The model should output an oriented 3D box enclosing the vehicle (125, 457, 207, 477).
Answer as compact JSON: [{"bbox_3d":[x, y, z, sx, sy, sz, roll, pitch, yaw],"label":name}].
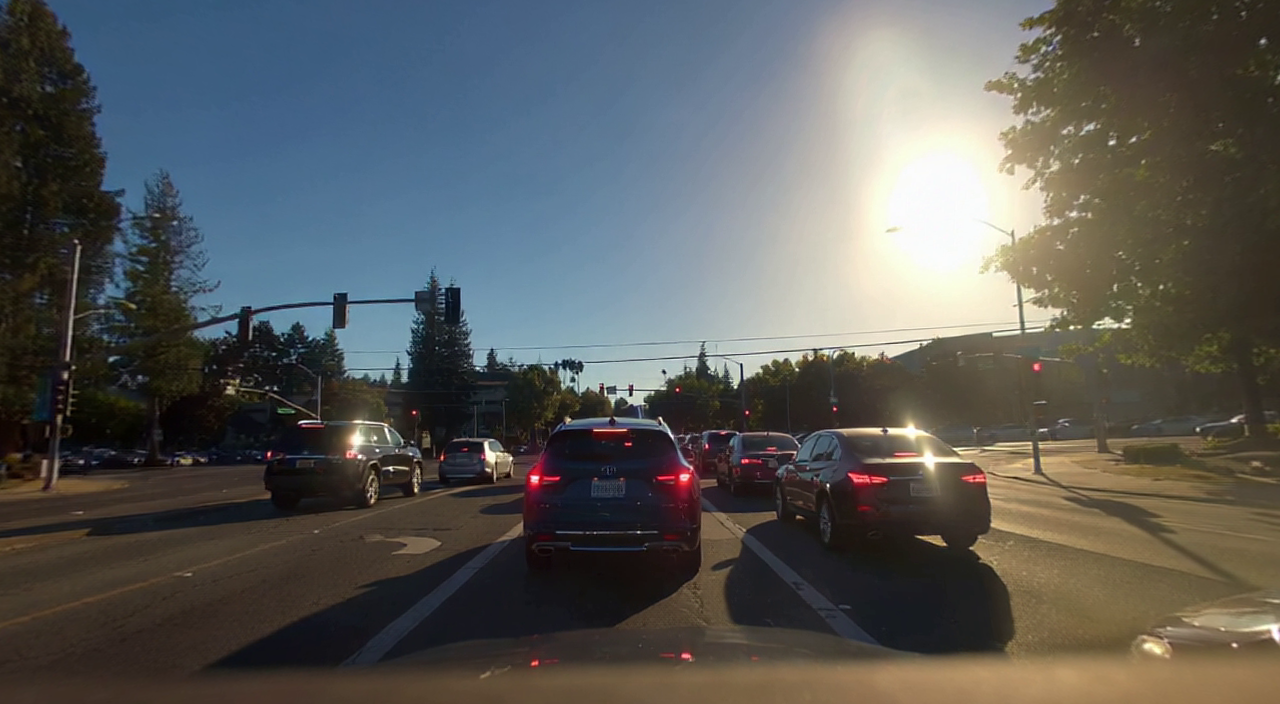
[{"bbox_3d":[-37.338,9.052,49.472,4.914,1.487,1.850,0,-8,0],"label":"vehicle"}]

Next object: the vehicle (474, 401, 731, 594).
[{"bbox_3d":[-0.321,1.585,7.642,2.256,1.694,4.055,0,-8,0],"label":"vehicle"}]

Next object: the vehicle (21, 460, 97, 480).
[{"bbox_3d":[-45.672,9.269,49.396,4.232,1.498,1.791,0,-8,1],"label":"vehicle"}]

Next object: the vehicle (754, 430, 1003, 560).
[{"bbox_3d":[3.154,1.977,9.500,1.971,1.473,4.495,0,-8,0],"label":"vehicle"}]

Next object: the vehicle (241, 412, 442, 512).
[{"bbox_3d":[-6.721,2.556,15.015,2.214,1.953,5.017,0,-8,1],"label":"vehicle"}]

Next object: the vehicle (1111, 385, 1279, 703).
[{"bbox_3d":[3.309,0.672,0.840,1.980,1.515,4.362,0,-8,1],"label":"vehicle"}]
